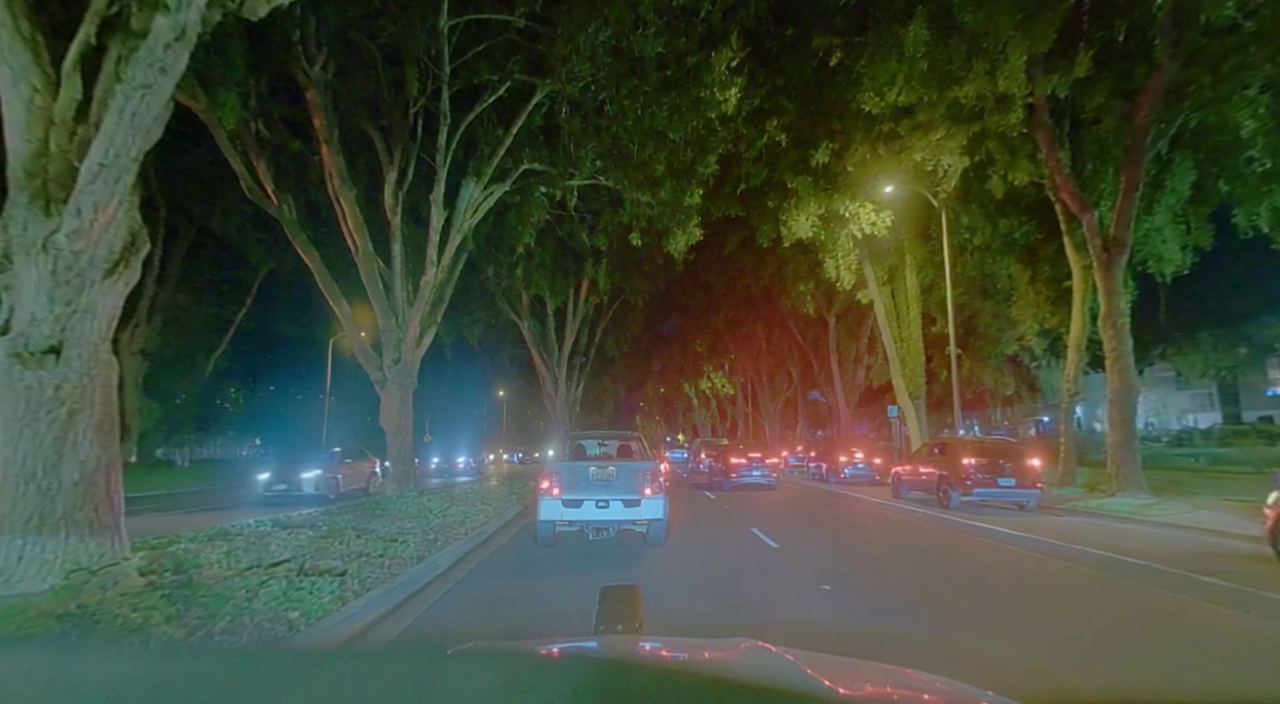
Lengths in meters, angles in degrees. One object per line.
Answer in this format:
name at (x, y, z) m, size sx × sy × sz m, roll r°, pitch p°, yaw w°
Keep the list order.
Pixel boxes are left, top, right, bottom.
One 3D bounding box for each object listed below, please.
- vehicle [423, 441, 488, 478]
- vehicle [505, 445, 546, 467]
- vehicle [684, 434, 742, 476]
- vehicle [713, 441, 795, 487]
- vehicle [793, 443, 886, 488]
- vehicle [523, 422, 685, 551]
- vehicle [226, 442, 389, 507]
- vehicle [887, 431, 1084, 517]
vehicle at (-8.882, 5.186, 30.759) m, size 1.920 × 1.663 × 4.036 m, roll 0°, pitch -8°, yaw 1°
vehicle at (-8.233, 7.537, 45.987) m, size 2.039 × 1.466 × 4.553 m, roll 0°, pitch -8°, yaw 1°
vehicle at (3.409, 4.901, 30.408) m, size 2.114 × 1.846 × 4.659 m, roll 0°, pitch -8°, yaw -1°
vehicle at (3.953, 3.963, 22.692) m, size 2.175 × 1.477 × 4.520 m, roll 0°, pitch -8°, yaw 1°
vehicle at (7.195, 4.104, 23.287) m, size 1.977 × 1.485 × 4.308 m, roll 0°, pitch -8°, yaw 0°
vehicle at (-0.549, 2.030, 10.157) m, size 2.106 × 1.655 × 3.717 m, roll 0°, pitch -8°, yaw -3°
vehicle at (-8.804, 3.252, 17.320) m, size 1.938 × 1.513 × 4.593 m, roll 0°, pitch -8°, yaw 0°
vehicle at (7.757, 2.754, 14.813) m, size 2.168 × 1.709 × 4.289 m, roll 0°, pitch -8°, yaw 0°
